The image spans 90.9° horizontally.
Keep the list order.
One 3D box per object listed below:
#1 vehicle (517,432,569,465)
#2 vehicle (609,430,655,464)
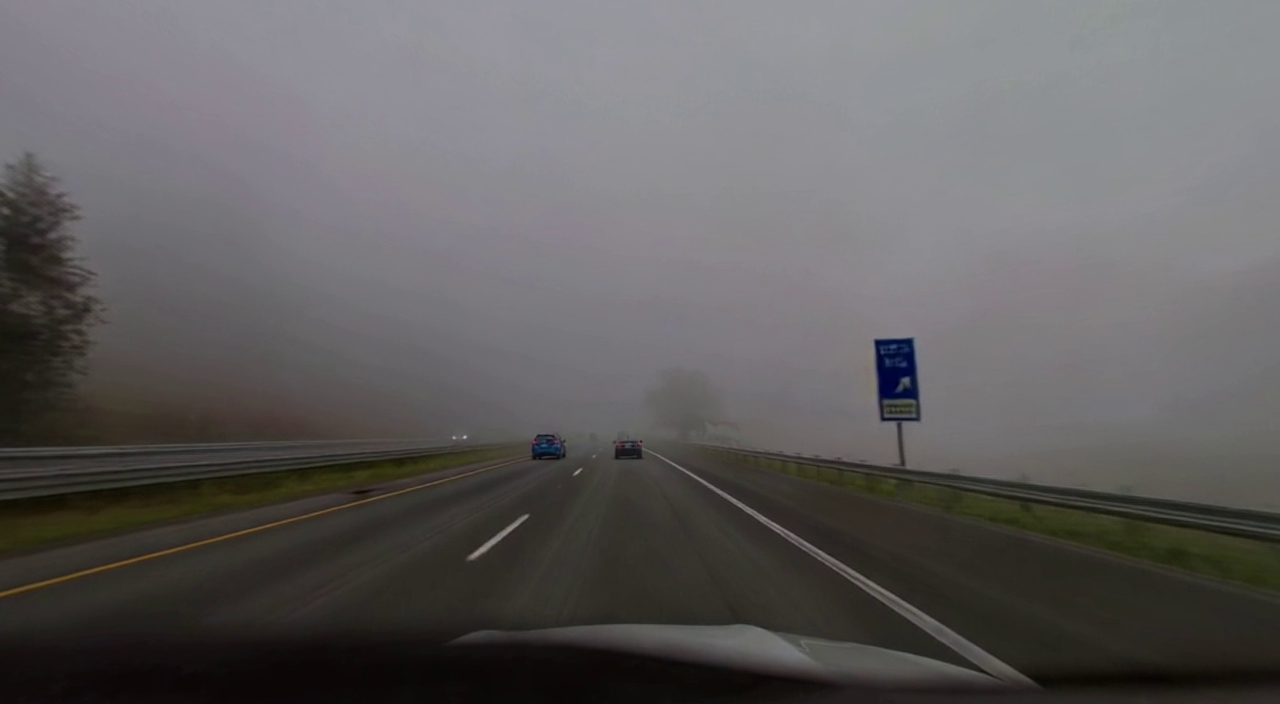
[{"bbox_3d":[-4.676,4.731,31.061,1.975,1.518,4.242,0,-8,-1],"label":"vehicle"},{"bbox_3d":[-0.463,4.779,31.906,2.162,1.616,4.242,0,-8,-2],"label":"vehicle"}]
